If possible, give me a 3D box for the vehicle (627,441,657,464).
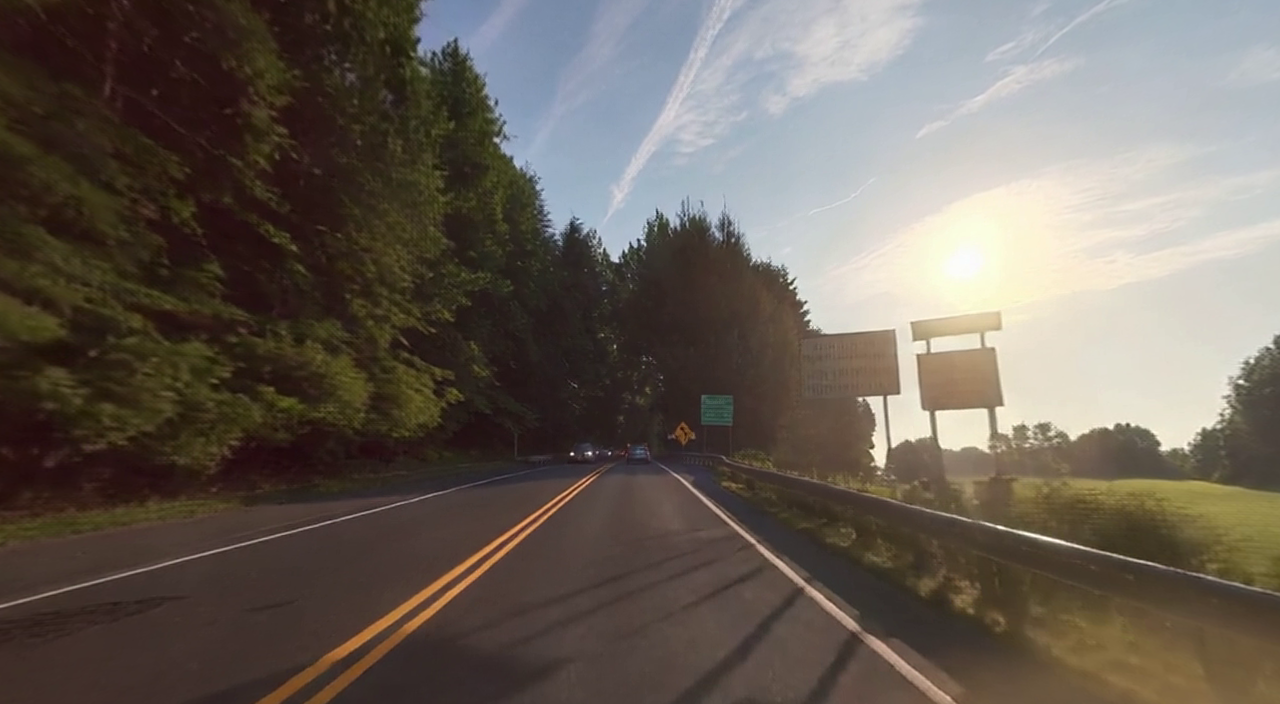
[{"bbox_3d":[0.121,7.114,44.821,2.067,1.486,3.861,0,-9,0],"label":"vehicle"}]

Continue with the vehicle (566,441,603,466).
[{"bbox_3d":[-3.668,6.814,42.557,1.987,1.526,4.205,0,-9,2],"label":"vehicle"}]
